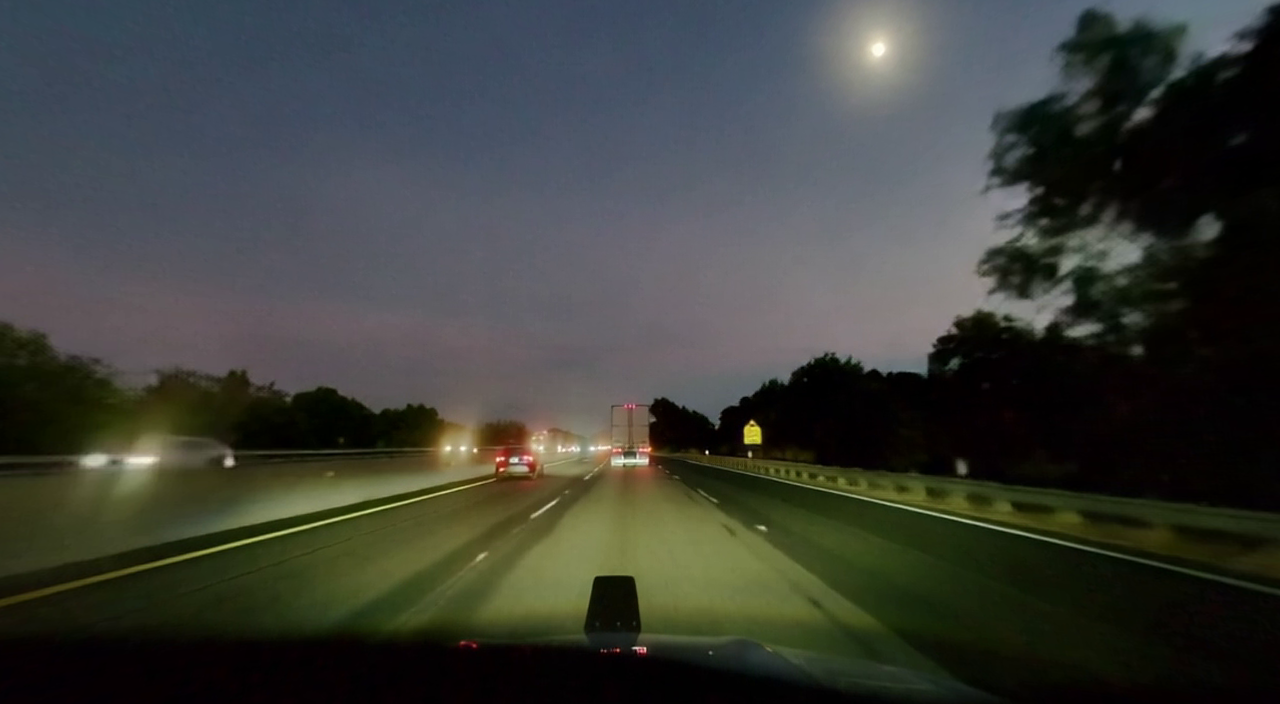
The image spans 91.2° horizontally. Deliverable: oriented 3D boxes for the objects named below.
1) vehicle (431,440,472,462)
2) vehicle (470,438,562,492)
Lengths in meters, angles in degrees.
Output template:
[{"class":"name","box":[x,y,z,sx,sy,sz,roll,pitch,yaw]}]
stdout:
[{"class":"vehicle","box":[-13.737,7.266,45.917,1.815,1.494,4.002,0,-9,0]},{"class":"vehicle","box":[-3.878,3.628,20.432,2.057,1.519,4.372,0,-9,1]}]
